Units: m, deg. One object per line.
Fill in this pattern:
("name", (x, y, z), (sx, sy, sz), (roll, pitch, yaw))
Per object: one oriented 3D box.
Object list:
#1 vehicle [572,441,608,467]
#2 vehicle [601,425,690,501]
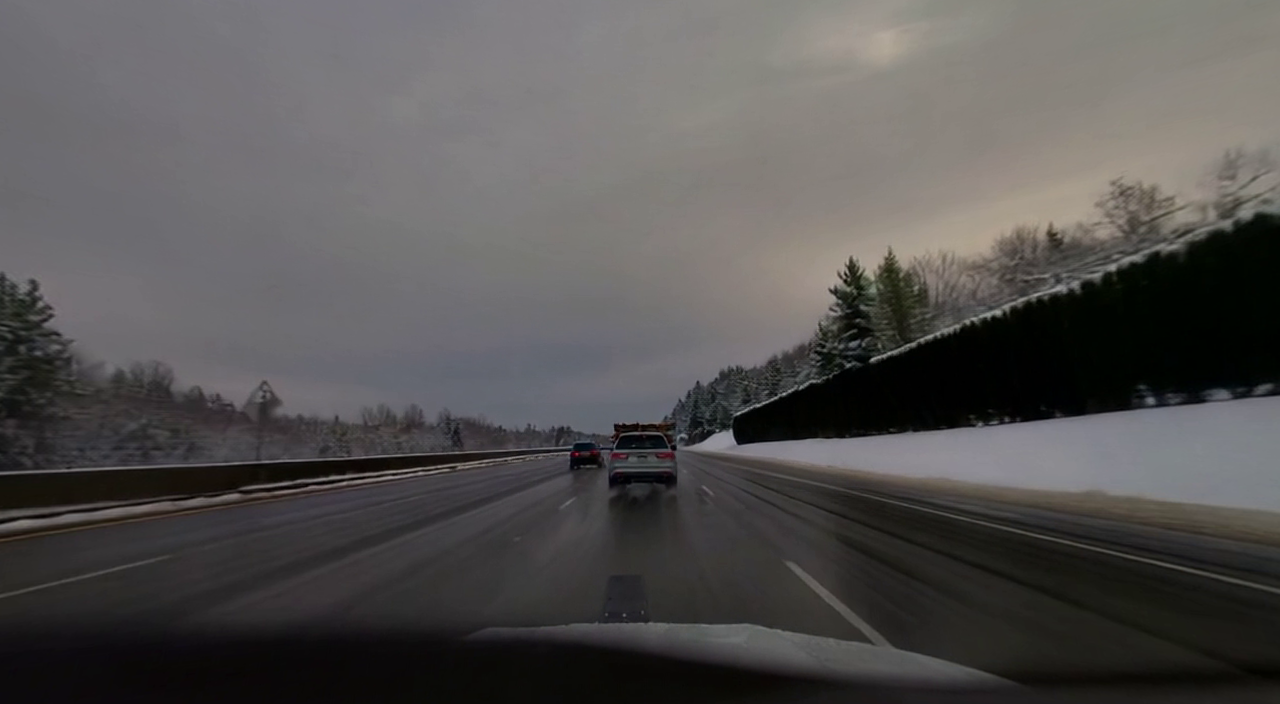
("vehicle", (-3.199, 6.585, 40.987), (1.927, 1.555, 3.959), (0, -8, 1))
("vehicle", (0.118, 2.974, 17.324), (2.114, 1.787, 4.365), (0, -8, 0))
